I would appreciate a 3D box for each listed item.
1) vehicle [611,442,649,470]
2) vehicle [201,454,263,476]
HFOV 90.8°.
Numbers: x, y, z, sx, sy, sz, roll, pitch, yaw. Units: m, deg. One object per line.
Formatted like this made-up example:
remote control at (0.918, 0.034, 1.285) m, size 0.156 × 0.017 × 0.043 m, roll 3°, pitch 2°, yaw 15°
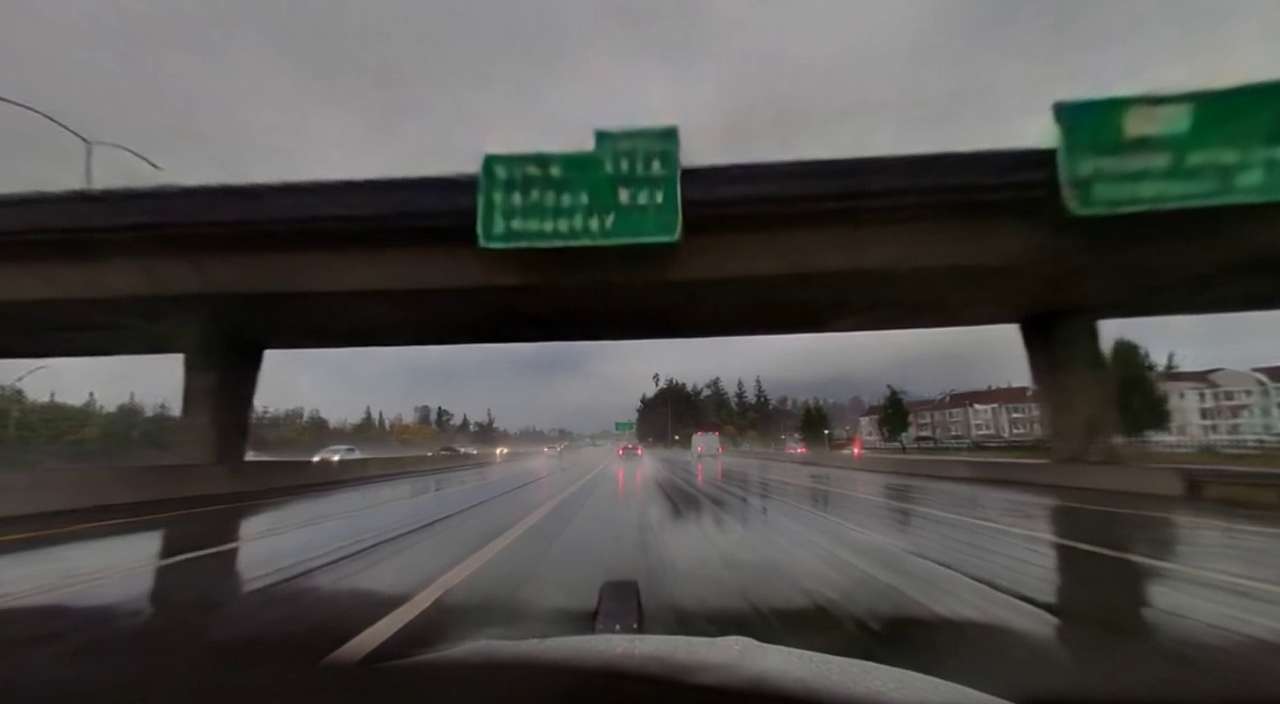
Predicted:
vehicle at (-0.578, 5.899, 35.957) m, size 2.012 × 1.471 × 4.059 m, roll 0°, pitch -8°, yaw -2°
vehicle at (-31.778, 8.762, 49.361) m, size 1.843 × 1.566 × 4.531 m, roll 0°, pitch -8°, yaw -1°
